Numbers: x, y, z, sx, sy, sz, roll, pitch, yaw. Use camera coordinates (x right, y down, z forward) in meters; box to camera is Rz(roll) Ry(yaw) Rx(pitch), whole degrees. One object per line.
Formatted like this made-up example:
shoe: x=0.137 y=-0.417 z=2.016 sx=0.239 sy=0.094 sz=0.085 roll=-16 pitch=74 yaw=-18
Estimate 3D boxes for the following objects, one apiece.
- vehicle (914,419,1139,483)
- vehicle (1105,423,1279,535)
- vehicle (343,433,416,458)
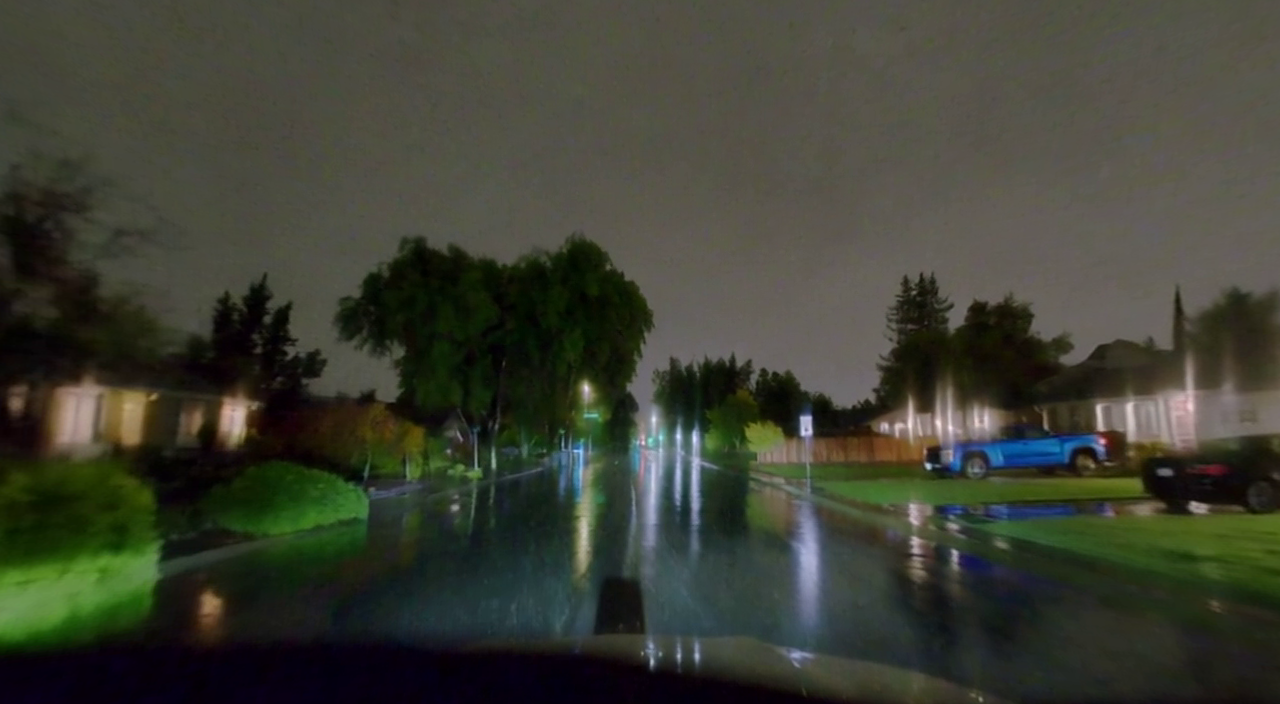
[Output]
vehicle: x=12.028 y=3.120 z=19.956 sx=5.637 sy=1.890 sz=2.171 roll=0 pitch=-8 yaw=1
vehicle: x=10.706 y=1.922 z=10.205 sx=4.710 sy=1.512 sz=1.894 roll=-3 pitch=-8 yaw=0
vehicle: x=-18.530 y=6.684 z=44.944 sx=4.196 sy=1.696 sz=2.086 roll=0 pitch=-10 yaw=-1
